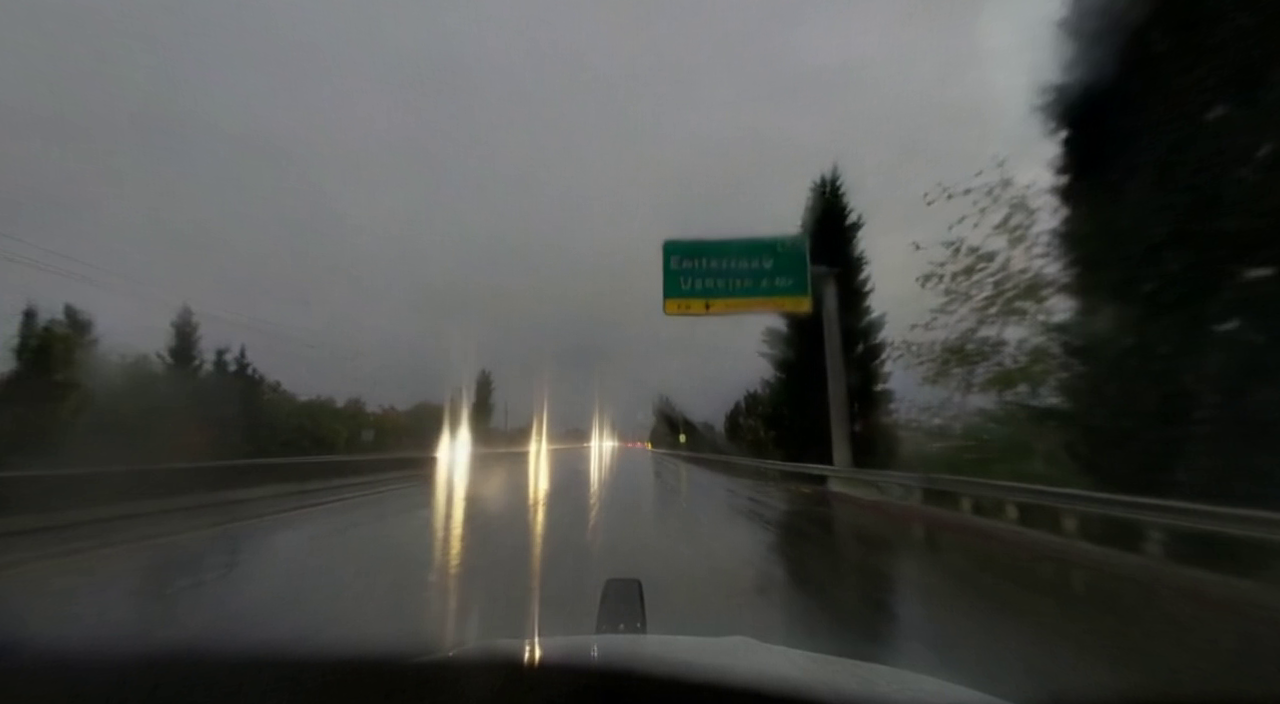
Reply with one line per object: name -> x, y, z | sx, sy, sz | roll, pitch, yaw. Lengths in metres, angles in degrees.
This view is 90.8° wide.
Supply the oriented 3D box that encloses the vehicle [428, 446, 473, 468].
vehicle -> -13.838, 7.703, 46.382 | 1.982, 1.480, 4.549 | 0, -9, -1
